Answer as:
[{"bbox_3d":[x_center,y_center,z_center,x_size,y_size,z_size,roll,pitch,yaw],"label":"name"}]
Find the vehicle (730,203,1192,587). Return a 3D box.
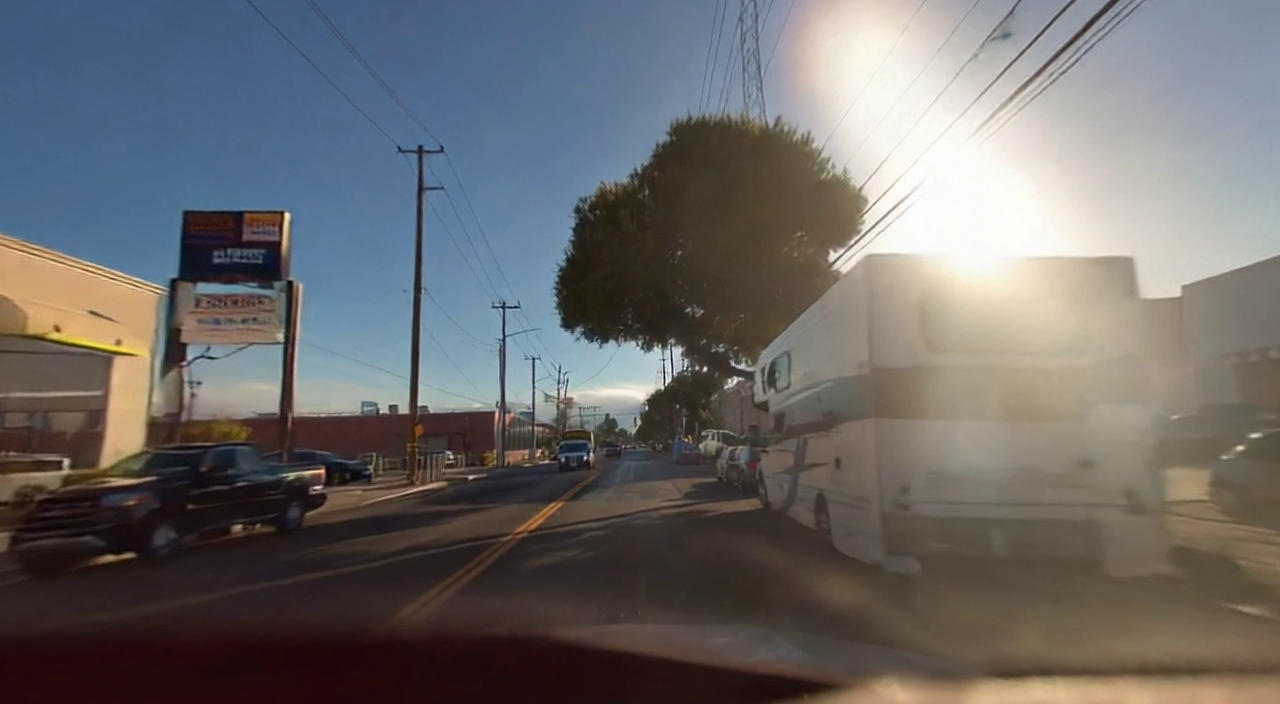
[{"bbox_3d":[3.836,1.055,10.497,3.029,3.860,7.726,-5,-11,-2],"label":"vehicle"}]

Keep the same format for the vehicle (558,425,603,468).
[{"bbox_3d":[-3.734,6.120,40.992,2.280,2.522,6.402,0,-9,0],"label":"vehicle"}]

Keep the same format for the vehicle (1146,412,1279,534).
[{"bbox_3d":[9.839,1.652,8.743,2.039,1.662,4.304,-2,-9,0],"label":"vehicle"}]

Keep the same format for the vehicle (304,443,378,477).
[{"bbox_3d":[-15.241,5.507,32.413,1.925,1.592,3.814,0,-9,-1],"label":"vehicle"}]

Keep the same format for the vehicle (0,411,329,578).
[{"bbox_3d":[-7.872,2.319,11.096,2.177,2.075,5.427,-4,-9,-1],"label":"vehicle"}]

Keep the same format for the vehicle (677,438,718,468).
[{"bbox_3d":[3.806,6.763,42.414,2.112,1.848,4.913,0,-9,-2],"label":"vehicle"}]
